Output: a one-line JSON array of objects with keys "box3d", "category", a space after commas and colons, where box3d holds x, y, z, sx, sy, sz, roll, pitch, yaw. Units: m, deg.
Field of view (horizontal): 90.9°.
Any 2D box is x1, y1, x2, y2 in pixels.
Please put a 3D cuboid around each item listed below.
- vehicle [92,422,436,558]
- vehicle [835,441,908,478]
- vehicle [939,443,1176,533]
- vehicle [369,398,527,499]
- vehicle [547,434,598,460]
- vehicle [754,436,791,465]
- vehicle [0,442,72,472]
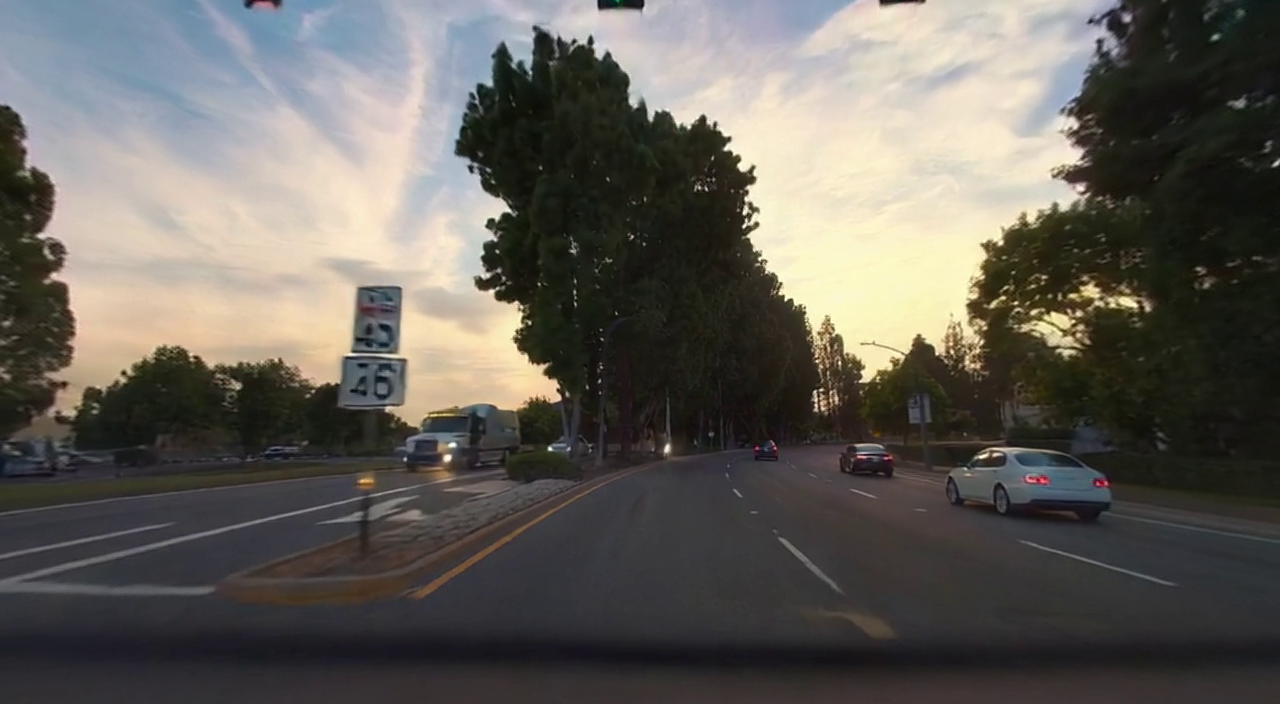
[{"box3d": [-4.936, 1.811, 9.306, 2.036, 1.476, 4.557, -1, -7, 4], "category": "vehicle"}, {"box3d": [9.857, 4.593, 27.196, 1.855, 1.444, 4.389, -1, -8, 6], "category": "vehicle"}, {"box3d": [7.675, 2.480, 12.235, 1.783, 1.386, 4.433, 0, -8, 4], "category": "vehicle"}, {"box3d": [-4.724, 2.525, 16.735, 2.334, 2.214, 5.724, 0, -8, 1], "category": "vehicle"}, {"box3d": [-4.437, 6.315, 42.040, 2.126, 1.637, 4.509, -2, -8, 11], "category": "vehicle"}, {"box3d": [8.206, 6.091, 39.298, 1.991, 1.684, 4.127, -1, -8, 9], "category": "vehicle"}, {"box3d": [-31.046, 5.133, 30.831, 1.991, 1.395, 4.360, -5, -10, 32], "category": "vehicle"}]
